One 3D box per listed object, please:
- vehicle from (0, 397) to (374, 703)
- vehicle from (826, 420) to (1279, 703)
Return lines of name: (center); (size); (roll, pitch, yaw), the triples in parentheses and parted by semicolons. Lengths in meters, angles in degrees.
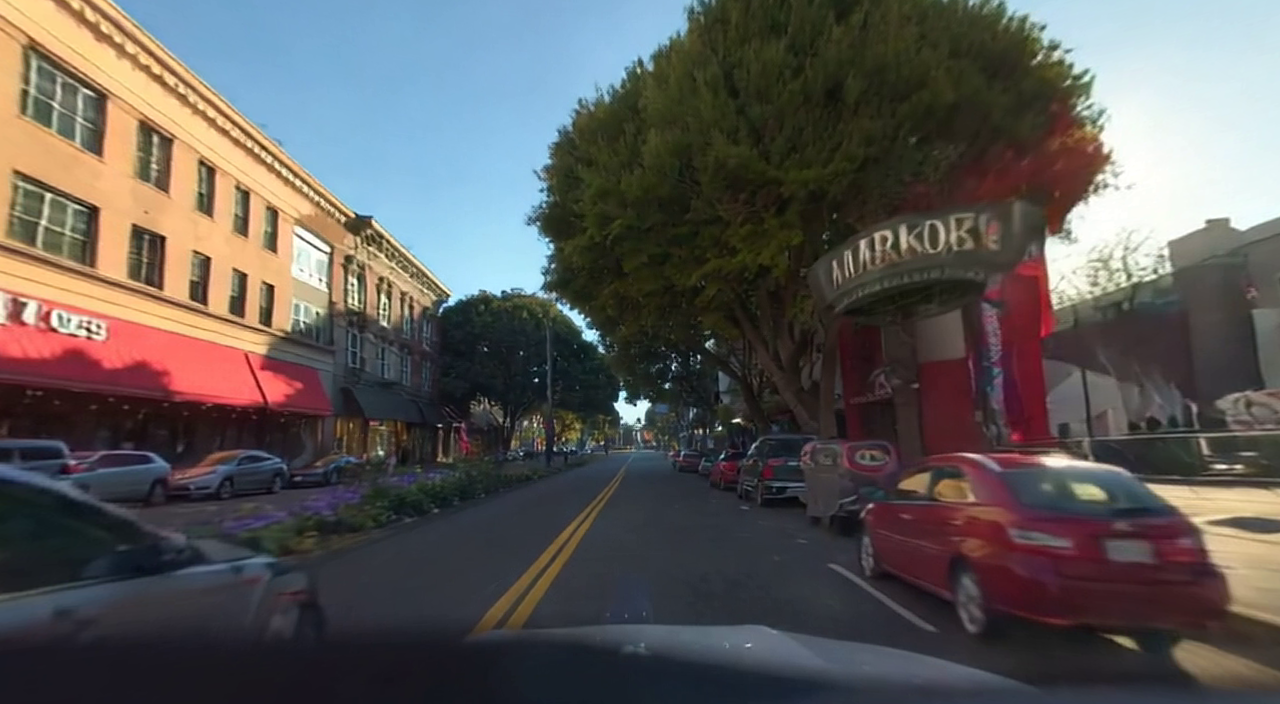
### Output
vehicle: (-2.755, 0.863, 1.803); (2.030, 1.436, 4.388); (0, -8, 1)
vehicle: (3.317, 1.462, 5.467); (2.120, 1.560, 4.402); (0, -8, 1)
